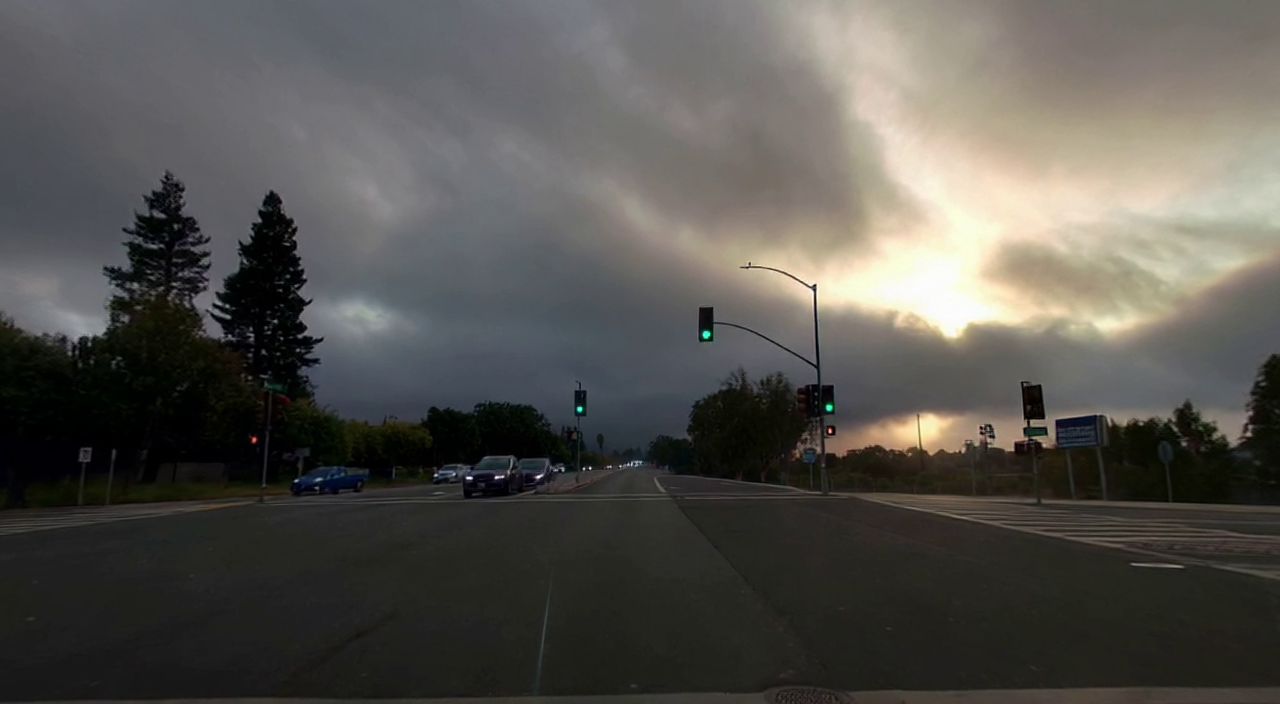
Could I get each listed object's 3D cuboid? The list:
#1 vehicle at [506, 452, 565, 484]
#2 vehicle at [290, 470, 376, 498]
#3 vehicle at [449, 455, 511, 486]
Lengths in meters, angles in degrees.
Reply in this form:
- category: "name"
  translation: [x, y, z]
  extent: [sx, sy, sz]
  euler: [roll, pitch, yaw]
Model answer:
- category: "vehicle"
  translation: [-5.238, 5.865, 32.130]
  extent: [2.107, 1.456, 4.728]
  euler: [0, -8, 1]
- category: "vehicle"
  translation: [-19.621, 8.441, 40.478]
  extent: [2.029, 1.500, 4.491]
  euler: [-5, -10, 30]
- category: "vehicle"
  translation: [-8.039, 5.978, 32.079]
  extent: [1.960, 1.433, 4.213]
  euler: [0, -8, 1]
